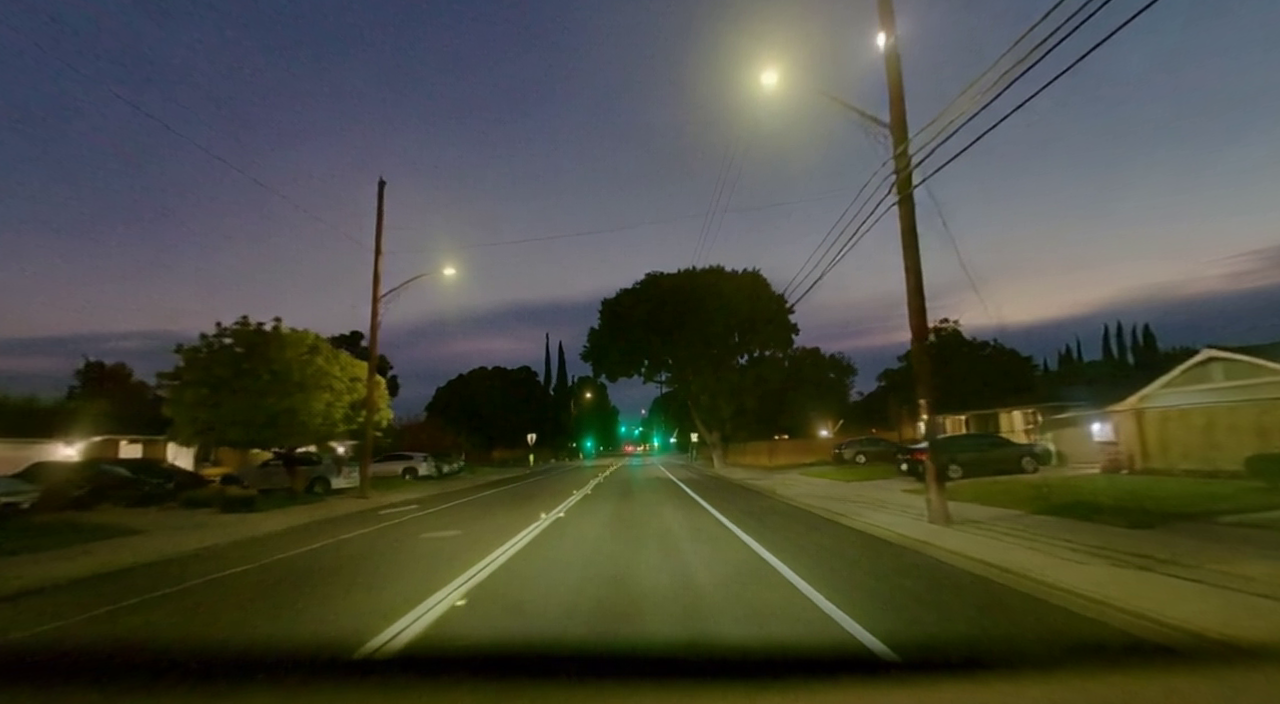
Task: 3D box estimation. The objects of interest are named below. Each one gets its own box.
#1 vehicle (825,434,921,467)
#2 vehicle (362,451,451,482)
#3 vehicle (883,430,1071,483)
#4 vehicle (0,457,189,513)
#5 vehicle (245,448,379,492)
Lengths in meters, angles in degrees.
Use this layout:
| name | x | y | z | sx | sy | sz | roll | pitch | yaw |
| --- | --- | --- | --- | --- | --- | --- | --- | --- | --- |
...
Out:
| name | x | y | z | sx | sy | sz | roll | pitch | yaw |
| --- | --- | --- | --- | --- | --- | --- | --- | --- | --- |
| vehicle | 13.025 | 5.499 | 35.390 | 4.653 | 1.775 | 1.906 | 2 | -9 | -11 |
| vehicle | -12.347 | 6.100 | 33.656 | 3.927 | 1.560 | 2.049 | 0 | -9 | 0 |
| vehicle | 10.643 | 3.303 | 20.162 | 4.908 | 1.537 | 2.065 | 1 | -9 | -8 |
| vehicle | -16.482 | 3.925 | 18.942 | 4.199 | 1.510 | 2.058 | 1 | -9 | -10 |
| vehicle | -12.965 | 4.661 | 25.226 | 4.207 | 1.648 | 1.956 | 1 | -9 | -6 |
